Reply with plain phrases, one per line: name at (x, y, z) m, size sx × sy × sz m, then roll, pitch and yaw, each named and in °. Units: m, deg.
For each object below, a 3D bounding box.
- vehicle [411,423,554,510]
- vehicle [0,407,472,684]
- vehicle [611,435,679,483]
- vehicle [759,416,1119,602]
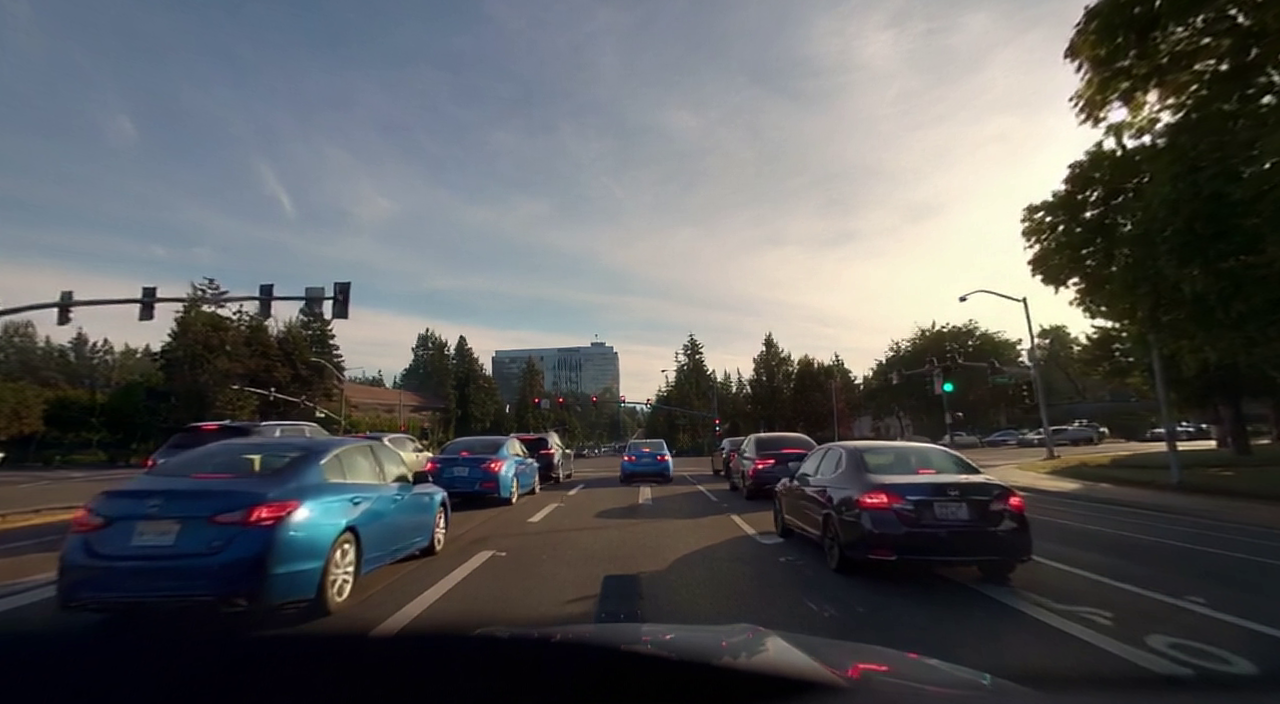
vehicle at (-3.351, 2.561, 14.519) m, size 2.034 × 1.655 × 4.465 m, roll 0°, pitch -9°, yaw 1°
vehicle at (-3.226, 1.388, 5.725) m, size 2.139 × 1.478 × 4.510 m, roll 0°, pitch -9°, yaw 0°
vehicle at (0.135, 3.674, 21.884) m, size 2.114 × 1.482 × 4.056 m, roll 0°, pitch -9°, yaw -1°
vehicle at (2.837, 1.609, 7.401) m, size 2.002 × 1.474 × 4.528 m, roll 0°, pitch -9°, yaw 0°
